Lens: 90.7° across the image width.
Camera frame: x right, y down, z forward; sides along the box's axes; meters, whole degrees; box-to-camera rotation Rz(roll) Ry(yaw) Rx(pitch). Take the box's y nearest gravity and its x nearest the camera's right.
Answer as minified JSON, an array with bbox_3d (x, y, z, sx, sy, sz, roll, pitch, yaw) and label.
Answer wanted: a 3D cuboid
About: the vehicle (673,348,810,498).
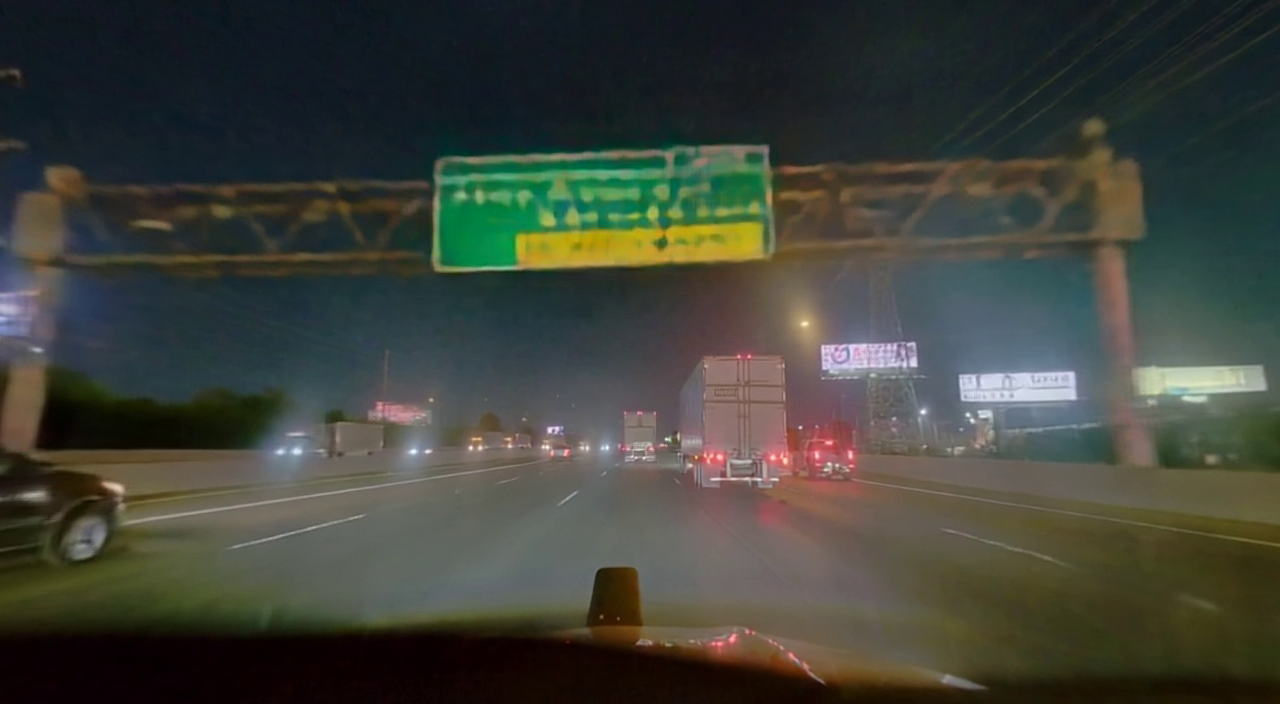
[{"bbox_3d":[3.229,3.184,25.809,2.892,4.152,16.575,0,-9,0],"label":"vehicle"}]

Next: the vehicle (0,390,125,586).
[{"bbox_3d":[-7.108,1.151,5.038,2.004,1.846,4.739,0,-9,-1],"label":"vehicle"}]

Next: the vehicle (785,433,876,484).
[{"bbox_3d":[7.471,4.216,25.363,2.115,1.844,4.522,0,-9,-1],"label":"vehicle"}]

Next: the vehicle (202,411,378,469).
[{"bbox_3d":[-24.720,6.646,46.979,2.979,3.485,17.978,0,-9,0],"label":"vehicle"}]

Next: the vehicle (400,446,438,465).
[{"bbox_3d":[-16.739,7.873,48.158,1.499,1.359,3.461,-1,-9,3],"label":"vehicle"}]
